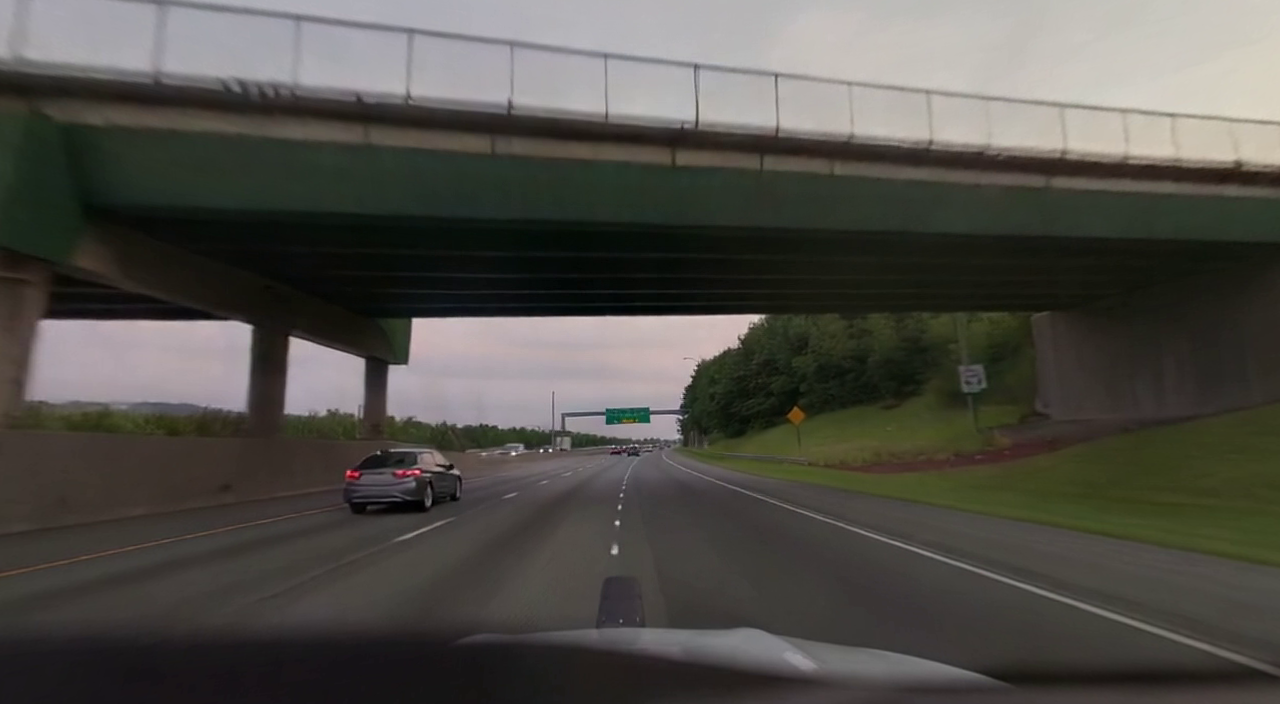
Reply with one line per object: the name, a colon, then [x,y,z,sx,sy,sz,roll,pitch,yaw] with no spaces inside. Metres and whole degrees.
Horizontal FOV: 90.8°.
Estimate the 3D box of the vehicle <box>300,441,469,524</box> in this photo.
vehicle: [-5.357,2.771,13.950,2.055,1.535,4.073,0,-9,-1]
